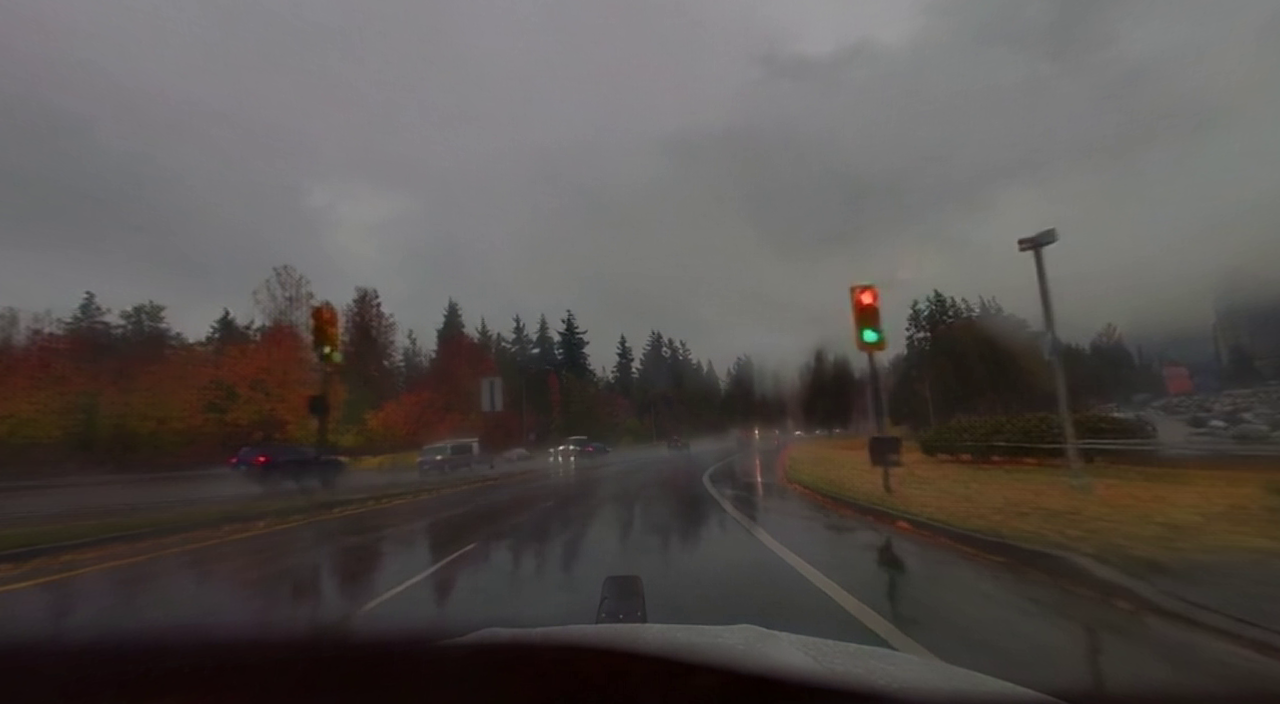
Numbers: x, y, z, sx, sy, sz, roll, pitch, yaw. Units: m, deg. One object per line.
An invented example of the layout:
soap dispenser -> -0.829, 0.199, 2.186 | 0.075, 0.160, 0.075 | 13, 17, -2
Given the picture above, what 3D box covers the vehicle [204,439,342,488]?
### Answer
vehicle -> -16.565, 5.033, 28.822 | 2.368, 2.012, 5.021 | -3, -9, 18
